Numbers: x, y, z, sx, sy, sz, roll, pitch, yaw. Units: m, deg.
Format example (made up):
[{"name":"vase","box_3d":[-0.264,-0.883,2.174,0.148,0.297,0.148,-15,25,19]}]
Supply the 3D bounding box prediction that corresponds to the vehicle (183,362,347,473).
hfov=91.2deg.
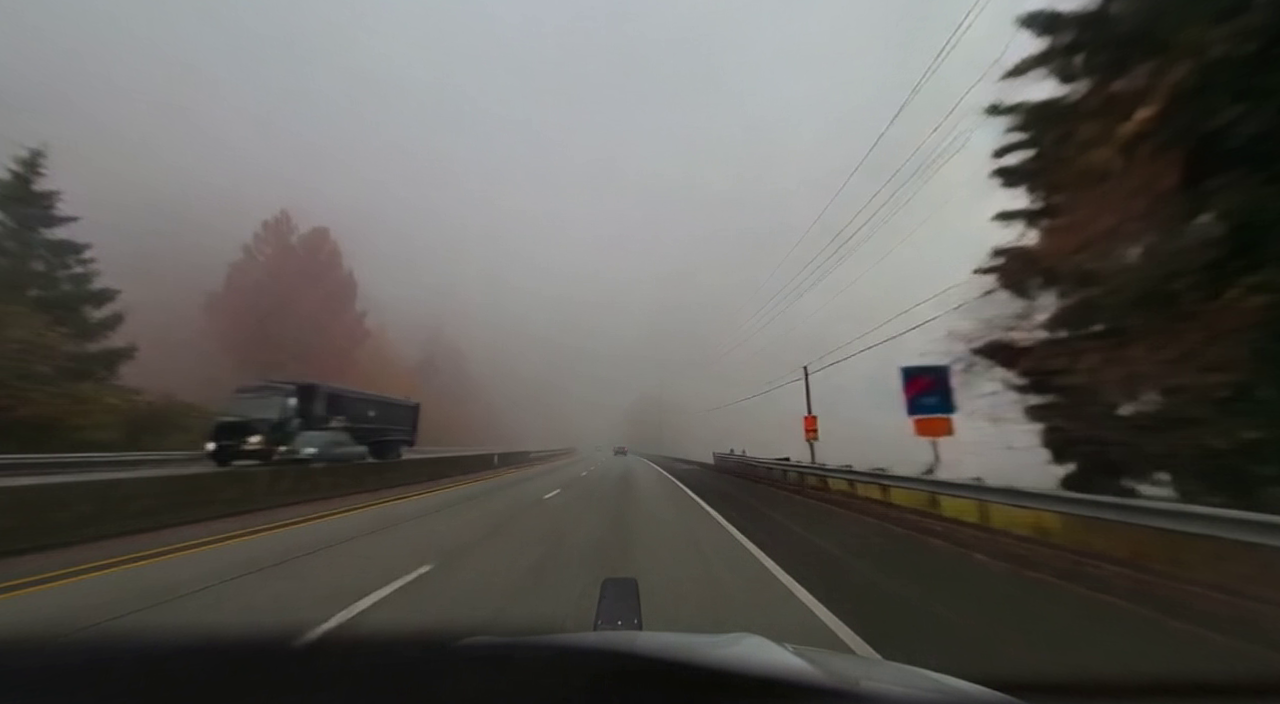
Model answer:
[{"name":"vehicle","box_3d":[-15.623,2.935,26.853,3.034,4.160,6.120,0,-9,0]}]

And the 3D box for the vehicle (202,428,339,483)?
[{"name":"vehicle","box_3d":[-11.574,3.274,19.983,1.979,1.563,3.902,0,-9,0]}]
